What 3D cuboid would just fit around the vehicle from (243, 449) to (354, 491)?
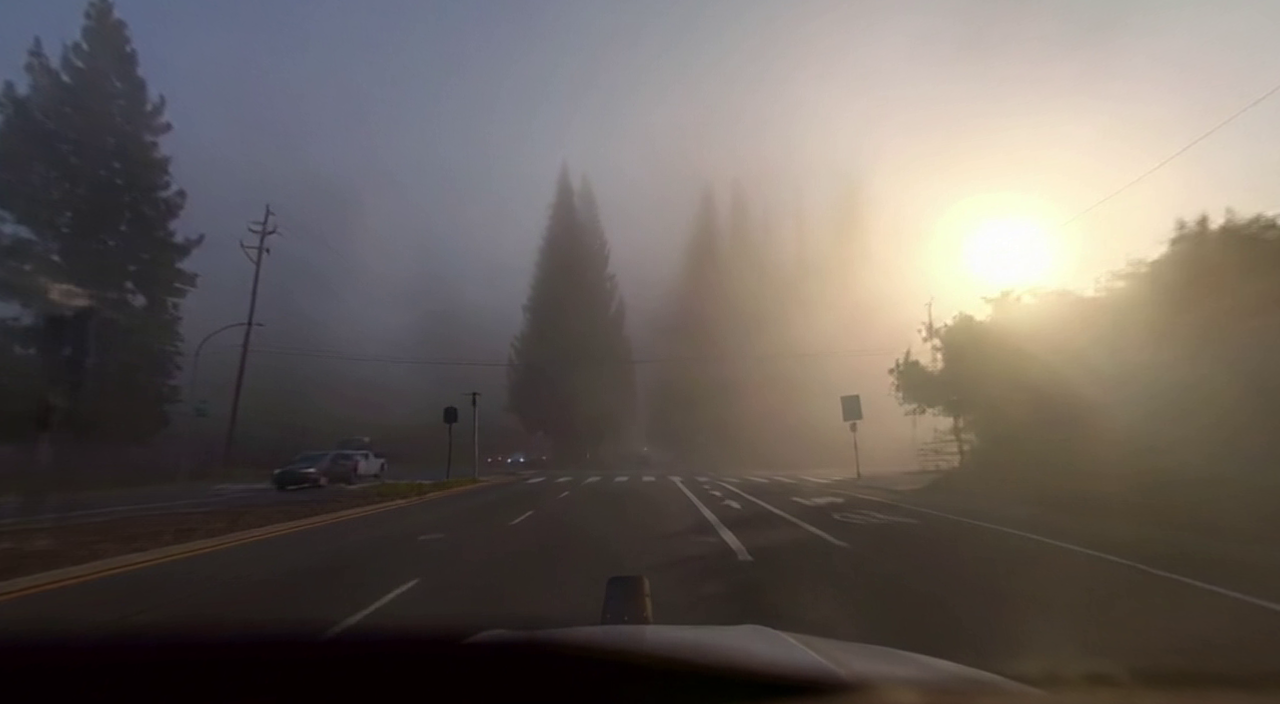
[{"bbox_3d":[-13.618,4.708,25.483,1.883,1.484,4.464,0,-8,1],"label":"vehicle"}]
